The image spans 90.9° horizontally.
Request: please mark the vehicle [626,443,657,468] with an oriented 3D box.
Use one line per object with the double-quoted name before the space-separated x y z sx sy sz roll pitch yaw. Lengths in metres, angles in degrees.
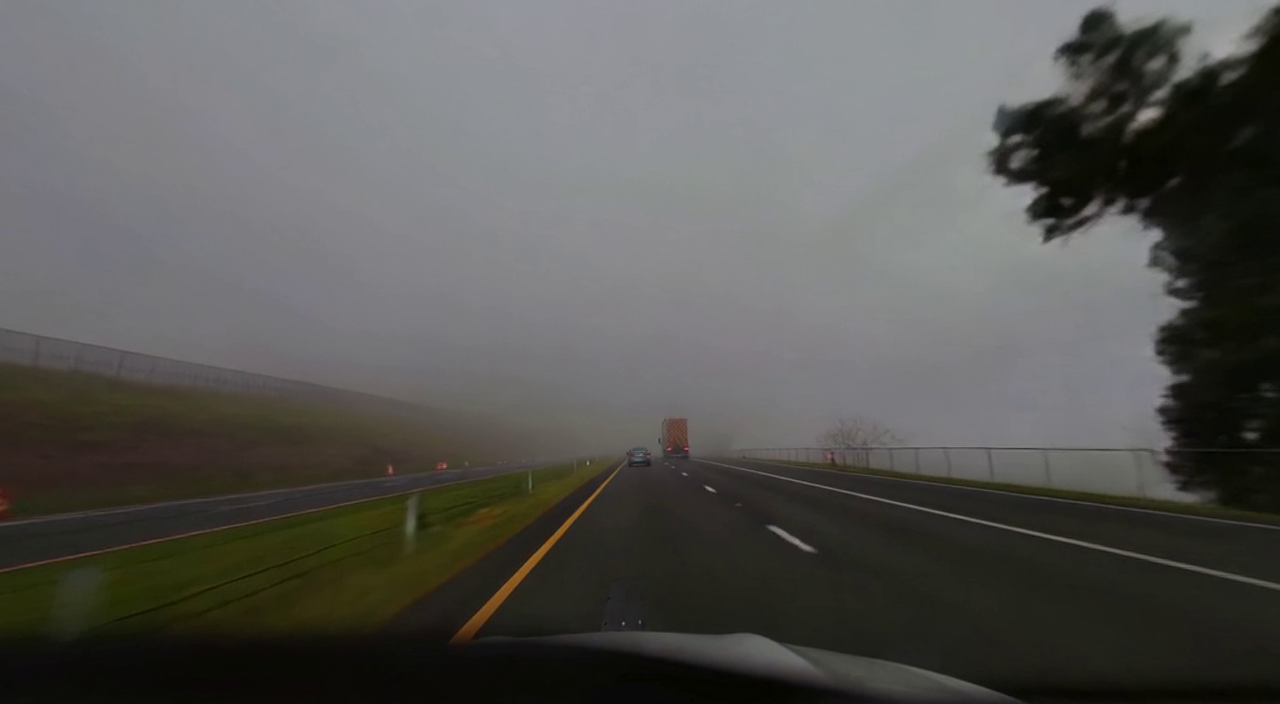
"vehicle" 0.077 6.998 42.755 2.065 1.573 3.734 0 -9 0
